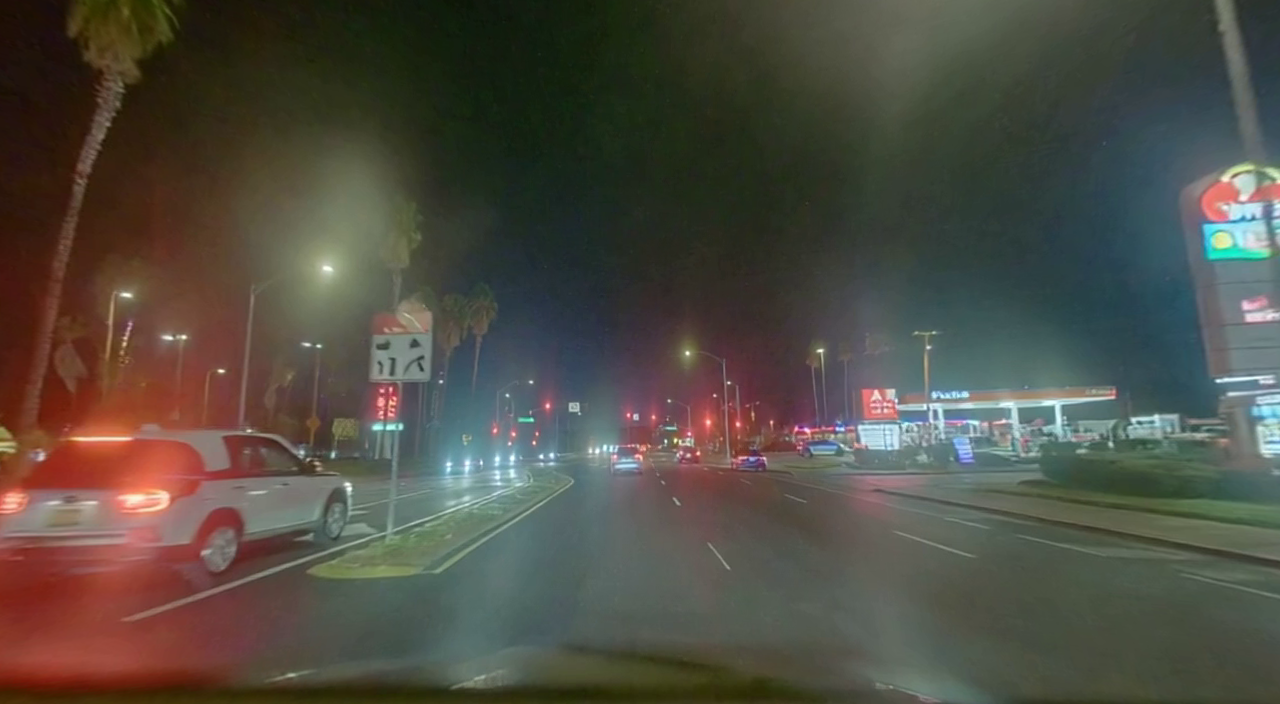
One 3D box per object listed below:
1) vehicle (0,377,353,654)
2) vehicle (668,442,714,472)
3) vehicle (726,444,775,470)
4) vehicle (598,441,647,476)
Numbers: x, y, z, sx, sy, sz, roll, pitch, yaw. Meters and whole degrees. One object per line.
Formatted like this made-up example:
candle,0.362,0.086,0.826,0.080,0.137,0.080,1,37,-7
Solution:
vehicle,-5.274,1.488,6.829,2.158,1.820,5.284,-1,-8,-3
vehicle,2.727,5.708,34.594,2.060,1.471,4.168,0,-9,-1
vehicle,6.614,6.359,38.473,1.922,1.461,4.868,0,-9,-2
vehicle,-0.810,4.947,29.662,2.160,1.508,4.319,0,-9,-1
